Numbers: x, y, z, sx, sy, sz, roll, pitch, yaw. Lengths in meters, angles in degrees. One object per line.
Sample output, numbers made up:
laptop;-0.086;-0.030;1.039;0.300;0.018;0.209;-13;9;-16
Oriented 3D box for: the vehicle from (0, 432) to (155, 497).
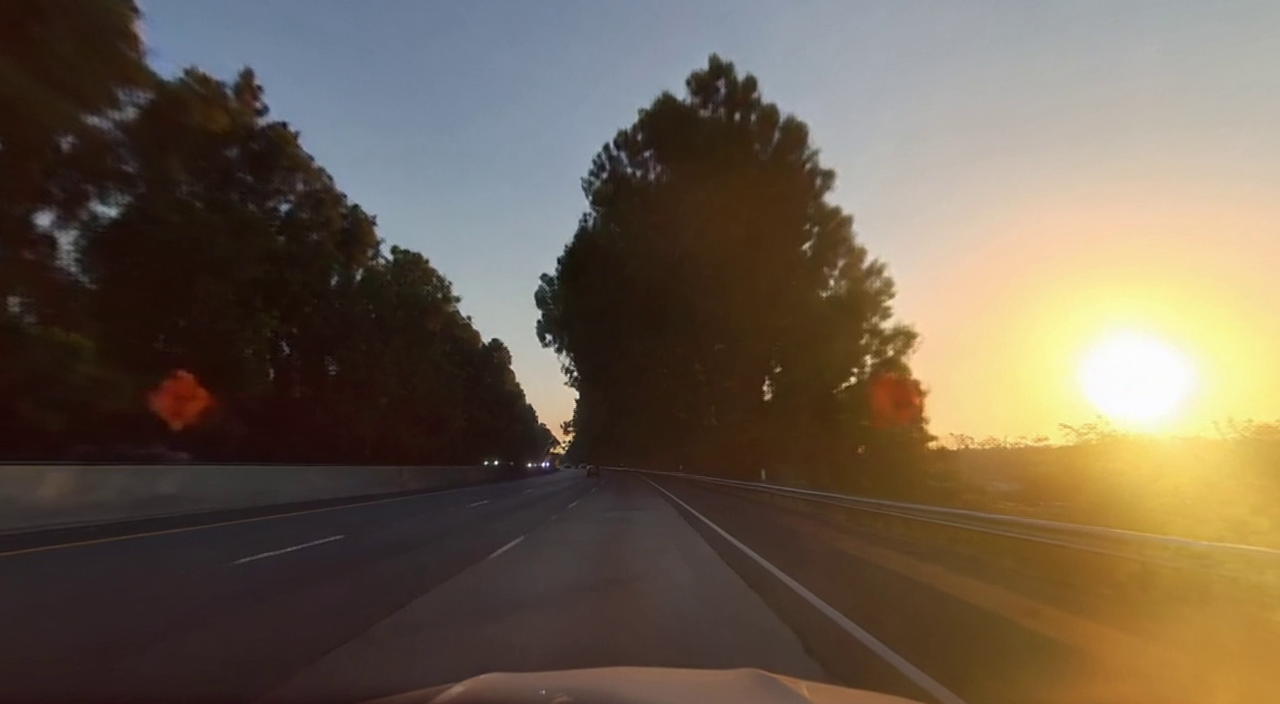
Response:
vehicle;-16.527;3.219;18.068;1.970;1.612;3.987;1;-10;0
